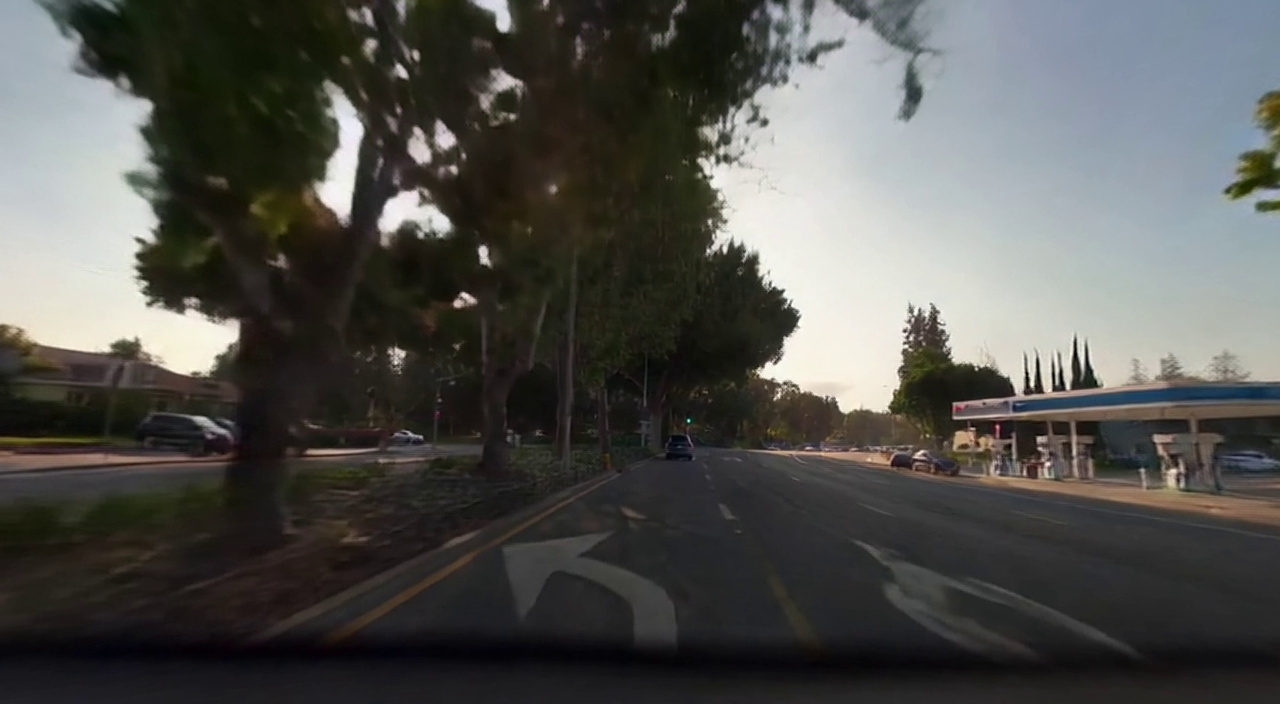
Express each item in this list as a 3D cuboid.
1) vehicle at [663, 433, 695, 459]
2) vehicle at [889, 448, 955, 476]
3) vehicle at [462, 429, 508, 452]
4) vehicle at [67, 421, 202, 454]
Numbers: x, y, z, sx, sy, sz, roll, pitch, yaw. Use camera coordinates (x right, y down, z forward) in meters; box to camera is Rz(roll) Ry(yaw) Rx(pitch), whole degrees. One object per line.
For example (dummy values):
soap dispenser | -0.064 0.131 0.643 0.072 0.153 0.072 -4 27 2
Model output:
vehicle | 2.758 6.495 43.697 2.055 1.655 4.204 -1 -8 5
vehicle | 16.211 6.340 36.566 2.099 1.464 4.615 -1 -8 6
vehicle | -10.441 6.026 42.865 2.027 1.486 4.105 0 -8 1
vehicle | -21.903 3.744 27.491 4.343 1.379 1.851 -1 -8 4
